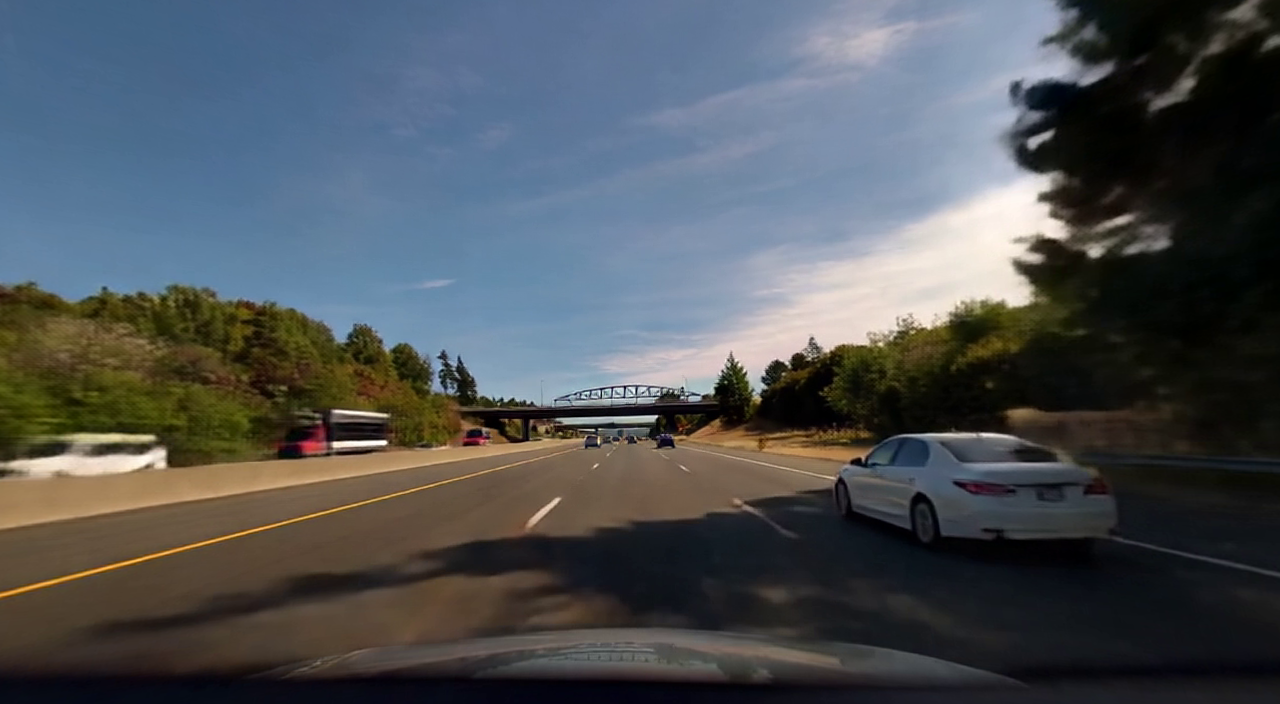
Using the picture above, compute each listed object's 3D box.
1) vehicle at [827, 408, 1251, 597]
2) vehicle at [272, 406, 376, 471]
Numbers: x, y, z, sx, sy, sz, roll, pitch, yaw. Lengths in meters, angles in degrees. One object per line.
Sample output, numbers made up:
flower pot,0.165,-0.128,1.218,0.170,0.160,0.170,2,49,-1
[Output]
vehicle,3.944,1.533,7.409,2.031,1.531,4.365,0,-8,-2
vehicle,-21.223,5.878,42.993,2.982,3.995,7.675,0,-8,1
